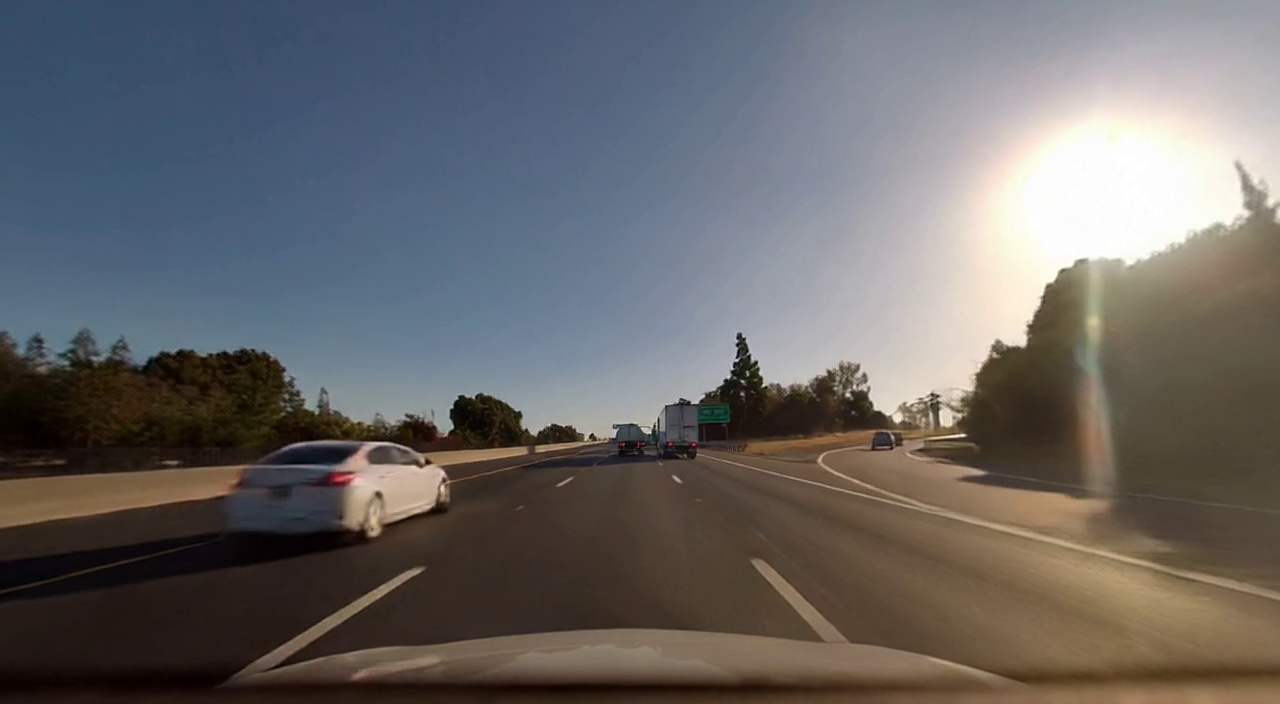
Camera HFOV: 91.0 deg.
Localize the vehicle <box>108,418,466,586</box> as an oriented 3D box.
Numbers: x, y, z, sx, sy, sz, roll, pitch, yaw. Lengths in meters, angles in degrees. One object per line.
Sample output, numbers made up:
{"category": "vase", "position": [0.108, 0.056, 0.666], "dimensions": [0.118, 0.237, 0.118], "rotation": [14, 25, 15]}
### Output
{"category": "vehicle", "position": [-3.895, 1.710, 8.073], "dimensions": [2.111, 1.536, 4.270], "rotation": [0, -8, 0]}
